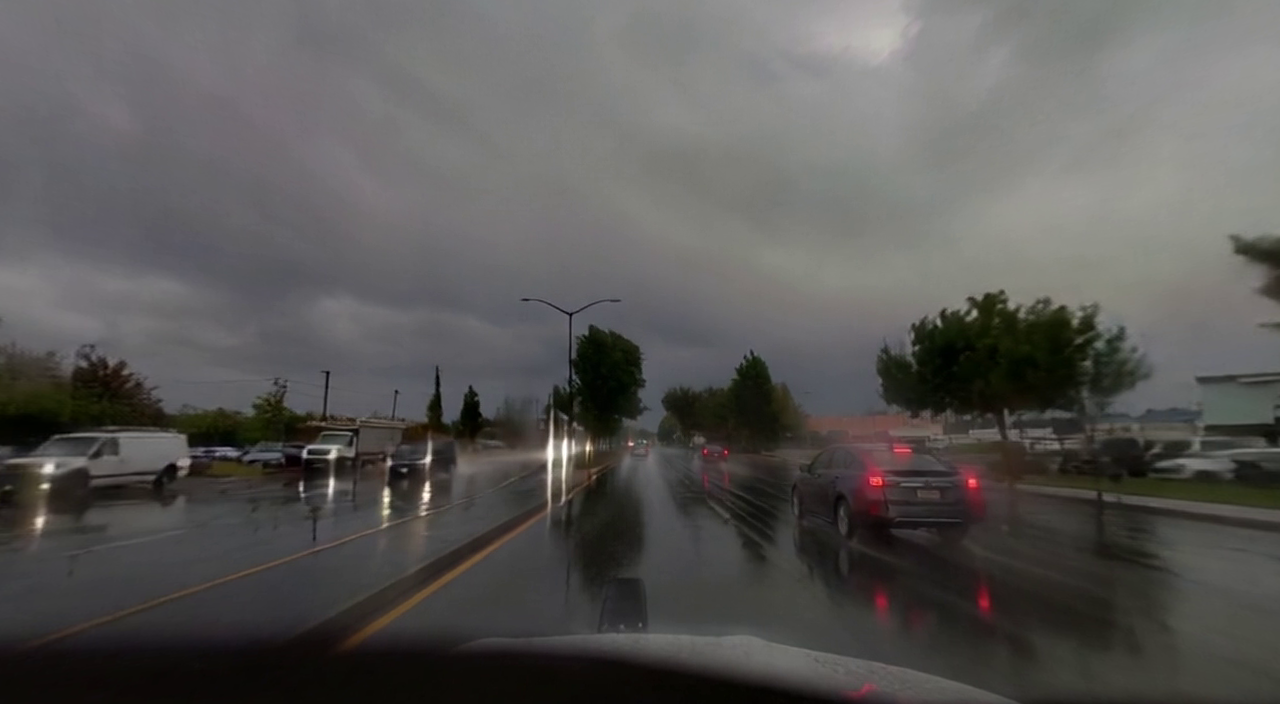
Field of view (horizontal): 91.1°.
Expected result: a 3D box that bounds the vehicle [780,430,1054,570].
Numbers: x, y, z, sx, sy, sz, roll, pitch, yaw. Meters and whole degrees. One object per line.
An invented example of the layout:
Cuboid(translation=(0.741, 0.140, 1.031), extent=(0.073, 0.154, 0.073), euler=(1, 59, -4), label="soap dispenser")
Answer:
Cuboid(translation=(3.512, 1.944, 9.074), extent=(1.935, 1.501, 4.384), euler=(0, -9, 0), label="vehicle")

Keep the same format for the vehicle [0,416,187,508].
Cuboid(translation=(-19.281, 3.673, 21.587), extent=(2.242, 2.633, 6.792), euler=(0, -9, 0), label="vehicle")

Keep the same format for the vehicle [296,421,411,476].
Cuboid(translation=(-18.151, 6.272, 40.748), extent=(3.043, 2.916, 9.736), euler=(-4, -9, -1), label="vehicle")

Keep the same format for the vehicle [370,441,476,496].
Cuboid(translation=(-6.509, 3.527, 19.429), extent=(1.923, 1.471, 4.646), euler=(1, -9, -4), label="vehicle")

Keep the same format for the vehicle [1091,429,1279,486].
Cuboid(translation=(17.297, 3.292, 19.756), extent=(4.708, 1.665, 1.920), euler=(0, -9, -3), label="vehicle")

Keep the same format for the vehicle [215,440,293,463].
Cuboid(translation=(-28.949, 7.491, 47.195), extent=(4.429, 1.641, 2.109), euler=(0, -8, -1), label="vehicle")
